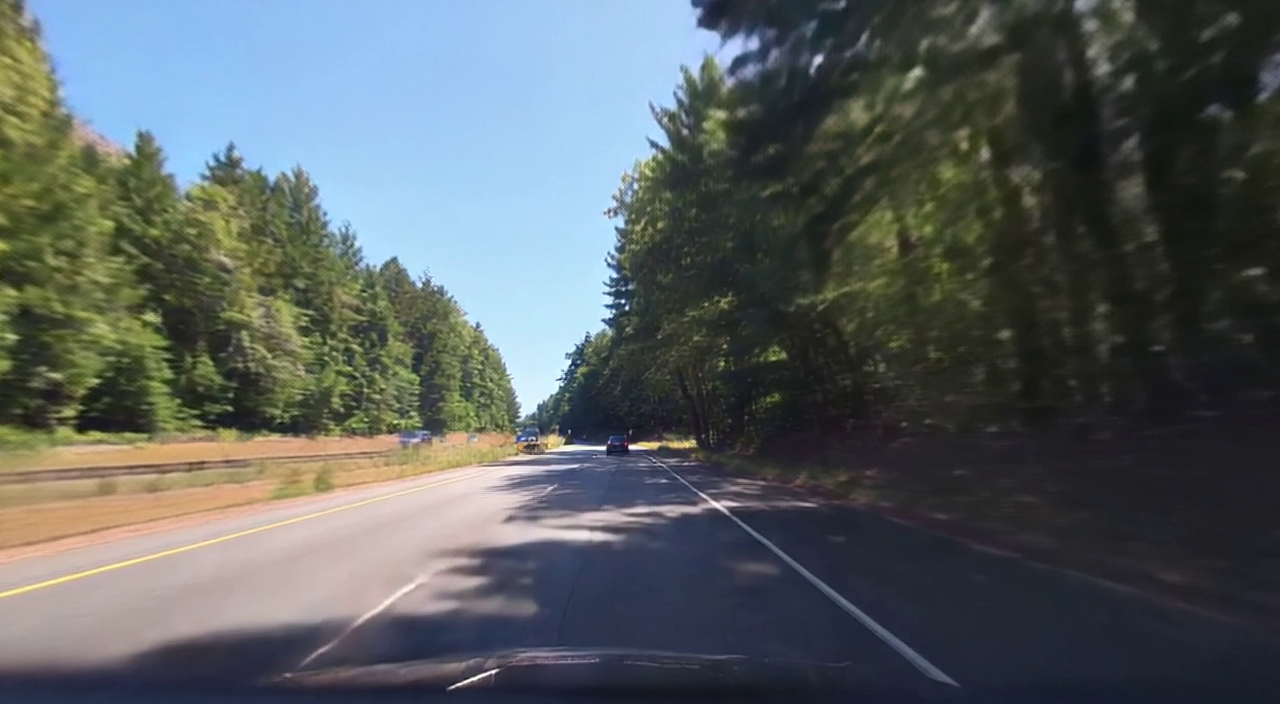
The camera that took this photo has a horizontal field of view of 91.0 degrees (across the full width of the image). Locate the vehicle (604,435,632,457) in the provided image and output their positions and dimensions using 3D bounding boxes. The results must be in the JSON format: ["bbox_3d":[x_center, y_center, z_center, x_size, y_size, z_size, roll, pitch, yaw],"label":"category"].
[{"bbox_3d":[-1.676,7.085,47.543,2.004,1.515,3.968,0,-8,-3],"label":"vehicle"}]

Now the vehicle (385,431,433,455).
[{"bbox_3d":[-15.978,6.313,43.752,1.849,1.585,4.185,0,-8,-1],"label":"vehicle"}]
